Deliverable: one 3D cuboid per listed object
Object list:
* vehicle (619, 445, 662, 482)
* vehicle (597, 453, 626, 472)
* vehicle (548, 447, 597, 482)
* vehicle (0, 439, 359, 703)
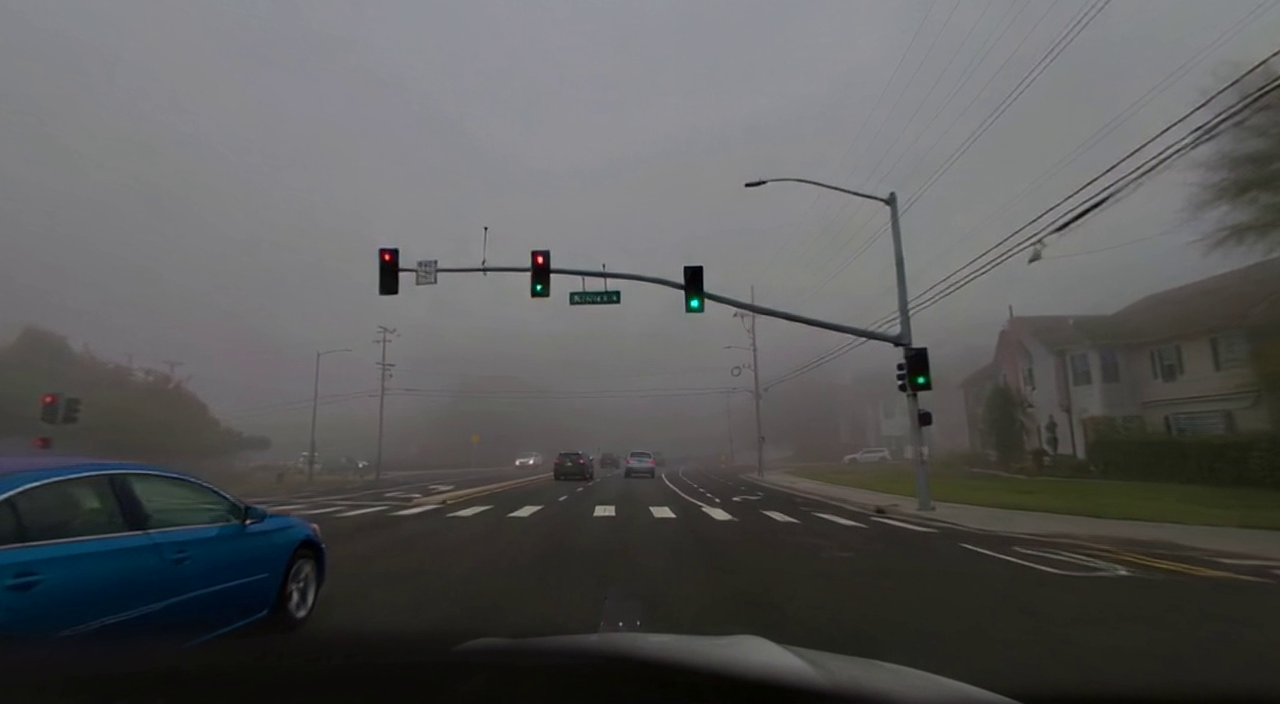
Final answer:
[{"bbox_3d":[0.112,5.967,34.149,2.155,1.836,4.250,0,-9,2],"label":"vehicle"},{"bbox_3d":[-2.192,8.693,49.853,1.863,1.449,4.153,0,-9,4],"label":"vehicle"},{"bbox_3d":[-3.427,5.811,32.988,1.899,1.685,4.121,0,-9,3],"label":"vehicle"},{"bbox_3d":[-3.570,1.215,3.578,1.901,1.409,4.442,0,-9,0],"label":"vehicle"}]
